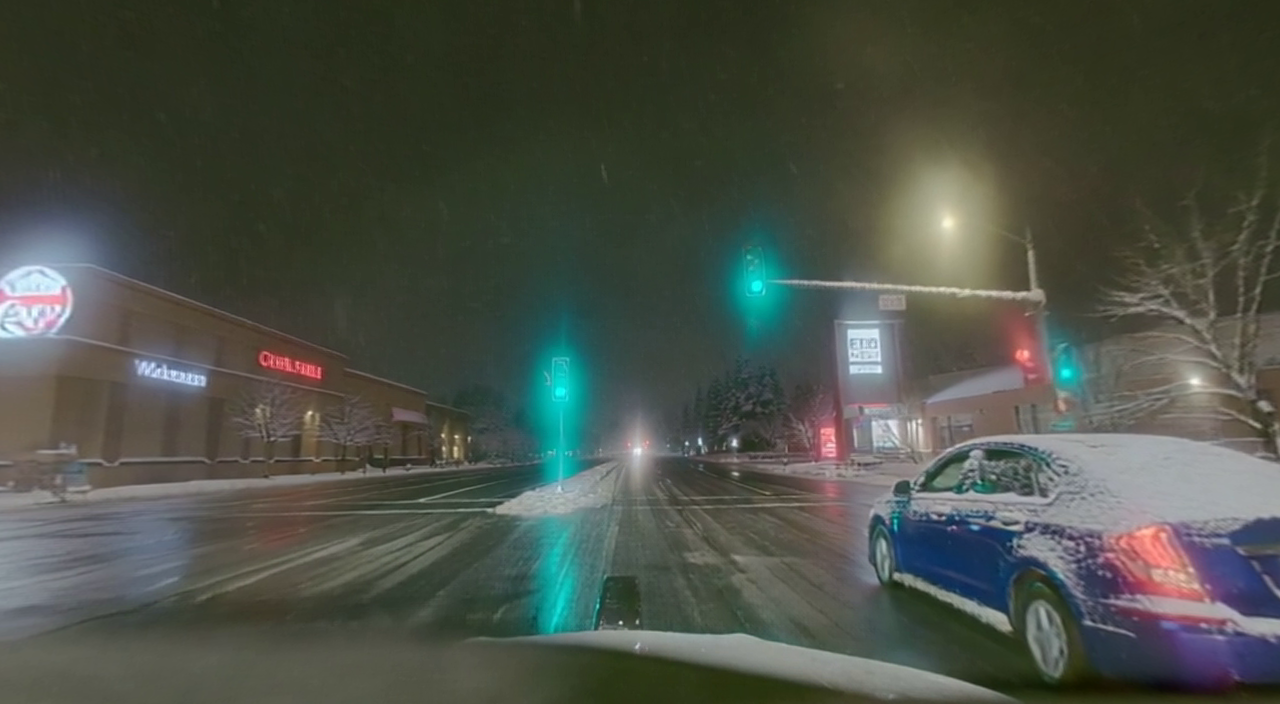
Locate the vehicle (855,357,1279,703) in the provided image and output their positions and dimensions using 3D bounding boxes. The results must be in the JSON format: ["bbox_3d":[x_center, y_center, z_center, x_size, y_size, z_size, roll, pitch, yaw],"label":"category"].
[{"bbox_3d":[3.246,1.109,3.963,2.015,1.641,4.995,0,-9,0],"label":"vehicle"}]
